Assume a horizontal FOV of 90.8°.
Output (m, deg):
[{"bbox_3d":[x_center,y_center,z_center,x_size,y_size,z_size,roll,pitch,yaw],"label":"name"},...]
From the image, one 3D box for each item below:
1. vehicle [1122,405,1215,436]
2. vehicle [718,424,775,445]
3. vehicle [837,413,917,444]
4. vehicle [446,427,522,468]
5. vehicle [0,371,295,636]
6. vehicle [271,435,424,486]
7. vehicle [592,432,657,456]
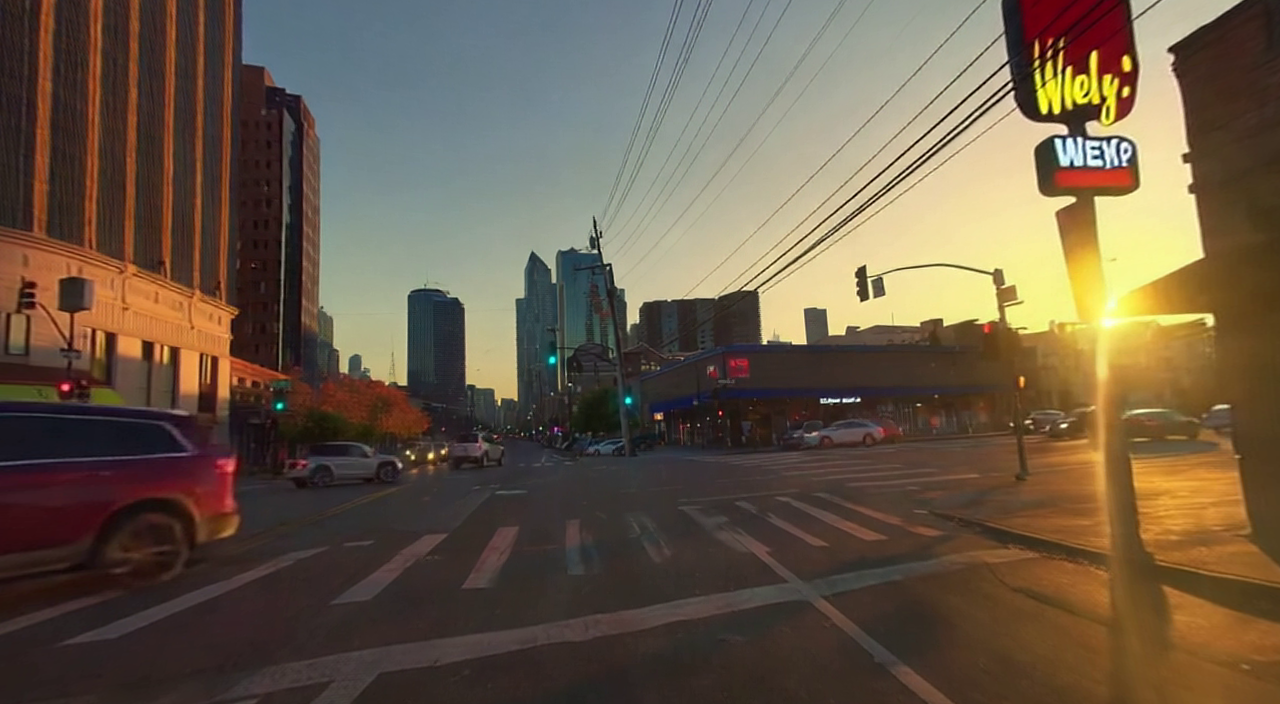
[{"bbox_3d":[27.457,3.610,32.802,4.707,1.487,1.907,4,-9,-27],"label":"vehicle"},{"bbox_3d":[7.569,5.943,45.141,1.866,1.430,3.901,5,-10,-31],"label":"vehicle"},{"bbox_3d":[14.408,4.696,38.312,4.474,1.788,2.039,4,-9,-29],"label":"vehicle"},{"bbox_3d":[-7.078,4.400,29.218,2.105,1.761,4.292,-1,-8,5],"label":"vehicle"},{"bbox_3d":[-5.972,1.247,5.462,2.374,1.985,5.588,-1,-8,6],"label":"vehicle"},{"bbox_3d":[-9.978,3.701,21.922,2.166,1.579,4.300,-5,-9,27],"label":"vehicle"},{"bbox_3d":[-1.173,6.751,46.521,4.506,1.733,1.857,2,-8,-13],"label":"vehicle"}]
